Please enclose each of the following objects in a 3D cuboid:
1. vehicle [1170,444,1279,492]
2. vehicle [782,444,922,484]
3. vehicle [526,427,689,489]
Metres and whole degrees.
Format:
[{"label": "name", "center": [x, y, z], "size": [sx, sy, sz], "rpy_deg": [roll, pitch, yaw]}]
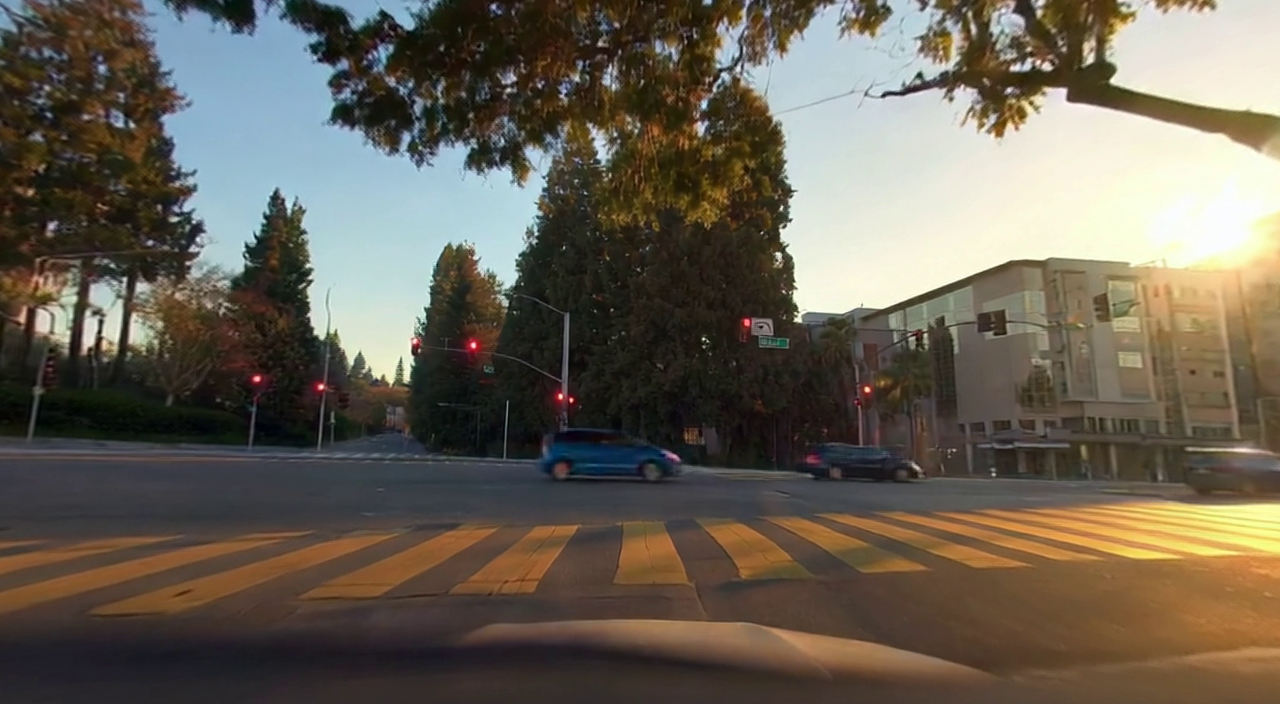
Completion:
[{"label": "vehicle", "center": [23.129, 4.389, 24.198], "size": [5.014, 1.675, 1.906], "rpy_deg": [3, -9, -20]}, {"label": "vehicle", "center": [8.633, 4.518, 25.786], "size": [5.203, 1.488, 1.907], "rpy_deg": [2, -9, -17]}, {"label": "vehicle", "center": [-1.022, 3.204, 19.341], "size": [4.626, 1.710, 1.891], "rpy_deg": [3, -9, -17]}]
